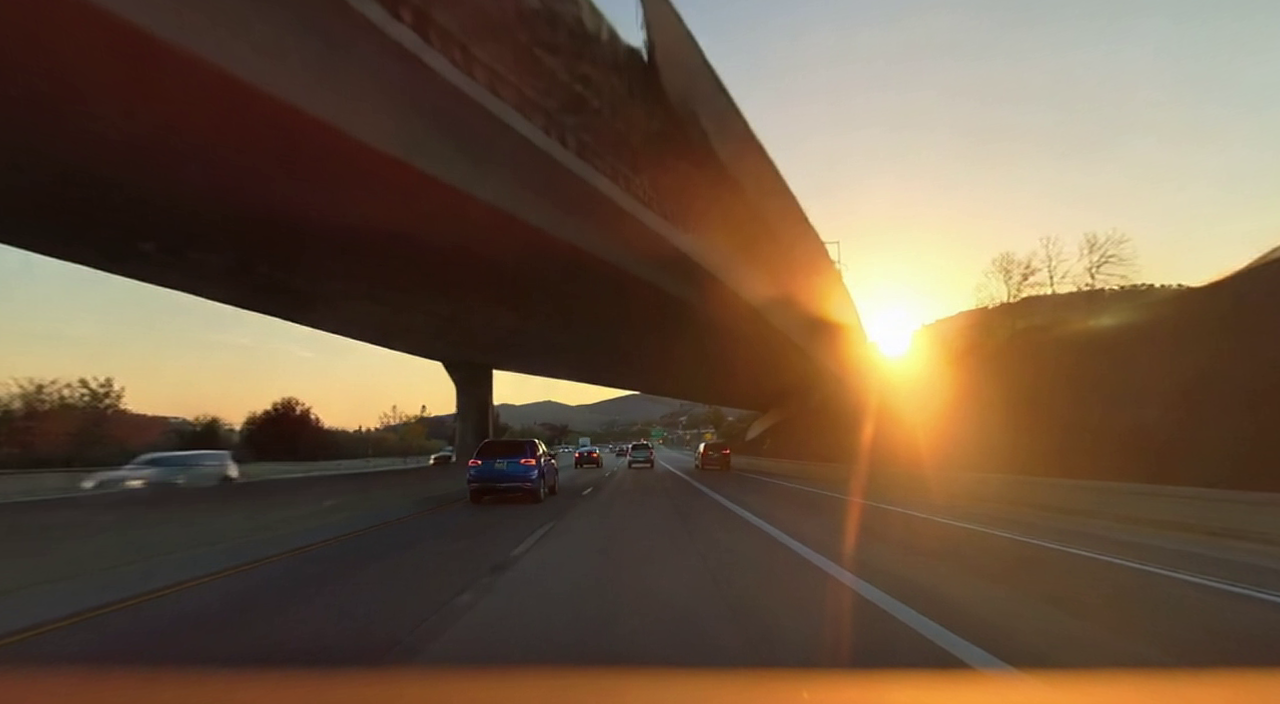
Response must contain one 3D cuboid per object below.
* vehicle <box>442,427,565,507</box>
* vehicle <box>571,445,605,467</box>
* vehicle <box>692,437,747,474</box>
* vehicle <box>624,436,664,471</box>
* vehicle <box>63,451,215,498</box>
[{"bbox_3d":[-3.279,2.879,16.180,2.089,1.751,4.515,0,-9,0],"label":"vehicle"},{"bbox_3d":[-3.637,7.353,44.714,1.994,1.475,4.171,0,-9,0],"label":"vehicle"},{"bbox_3d":[4.118,5.485,33.457,2.231,1.807,4.588,0,-9,-1],"label":"vehicle"},{"bbox_3d":[0.199,5.856,36.510,2.155,1.909,4.529,0,-9,0],"label":"vehicle"},{"bbox_3d":[-18.737,4.551,23.872,1.905,1.558,4.504,0,-9,3],"label":"vehicle"}]
